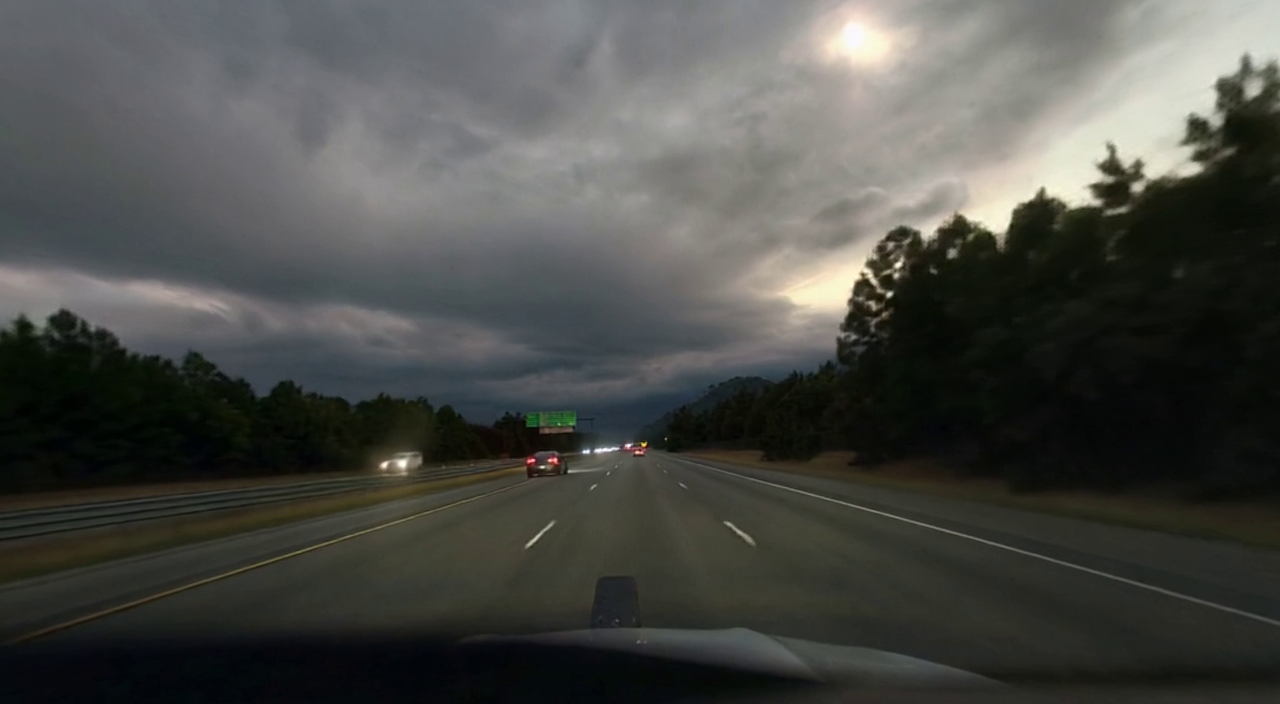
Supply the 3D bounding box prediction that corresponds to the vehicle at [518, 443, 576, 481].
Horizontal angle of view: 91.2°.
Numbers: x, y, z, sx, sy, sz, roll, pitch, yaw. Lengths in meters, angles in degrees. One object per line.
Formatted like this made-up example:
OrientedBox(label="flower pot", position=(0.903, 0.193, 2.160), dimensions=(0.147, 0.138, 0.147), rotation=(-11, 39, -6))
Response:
OrientedBox(label="vehicle", position=(-4.174, 5.015, 28.825), dimensions=(1.958, 1.587, 4.801), rotation=(0, -9, 0))
